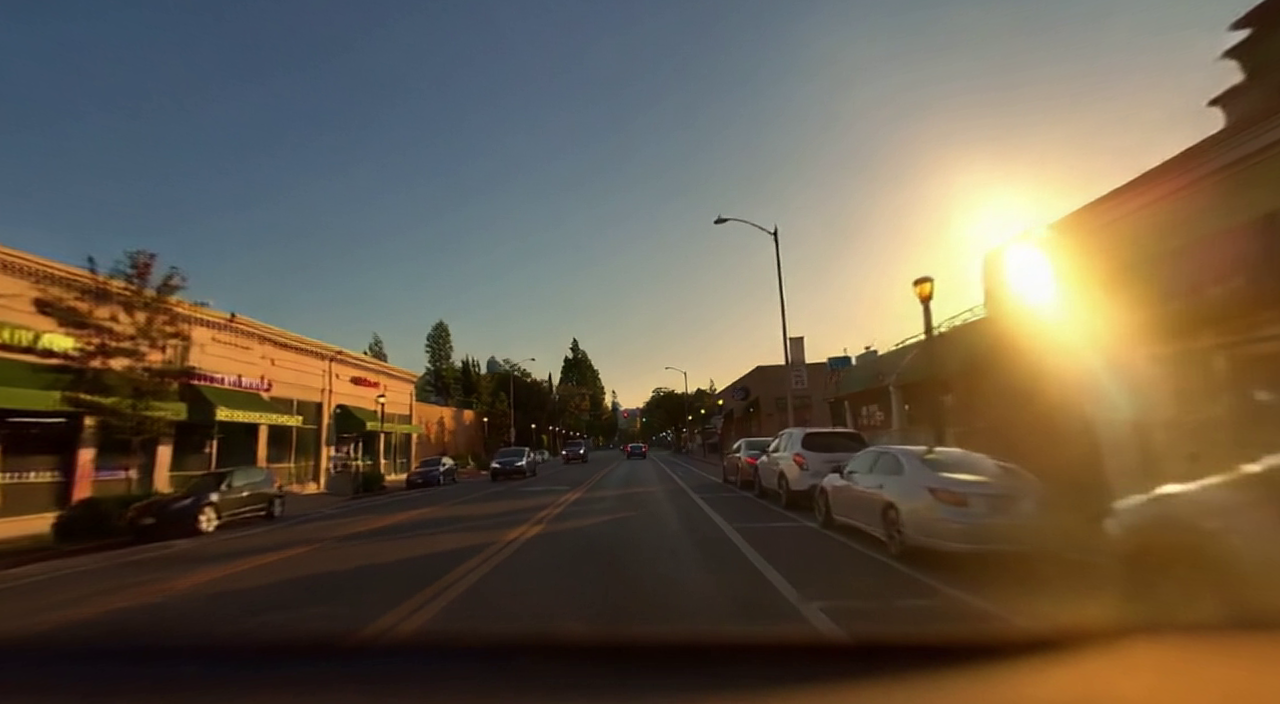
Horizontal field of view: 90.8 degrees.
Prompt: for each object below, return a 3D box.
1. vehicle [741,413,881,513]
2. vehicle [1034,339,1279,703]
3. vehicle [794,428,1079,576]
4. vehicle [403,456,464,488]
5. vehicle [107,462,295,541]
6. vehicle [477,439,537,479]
[{"bbox_3d":[3.830,2.595,15.110,1.976,2.001,4.430,0,-9,-2],"label":"vehicle"},{"bbox_3d":[3.868,0.745,1.868,2.132,1.889,5.213,-1,-9,2],"label":"vehicle"},{"bbox_3d":[3.887,2.060,9.435,1.876,1.468,4.672,-5,-9,-1],"label":"vehicle"},{"bbox_3d":[-10.516,6.103,32.482,1.846,1.463,4.206,0,-9,-1],"label":"vehicle"},{"bbox_3d":[-10.765,3.634,15.922,1.930,1.621,3.853,-1,-9,0],"label":"vehicle"},{"bbox_3d":[-6.680,5.433,32.308,2.044,1.839,4.512,-1,-9,0],"label":"vehicle"}]
